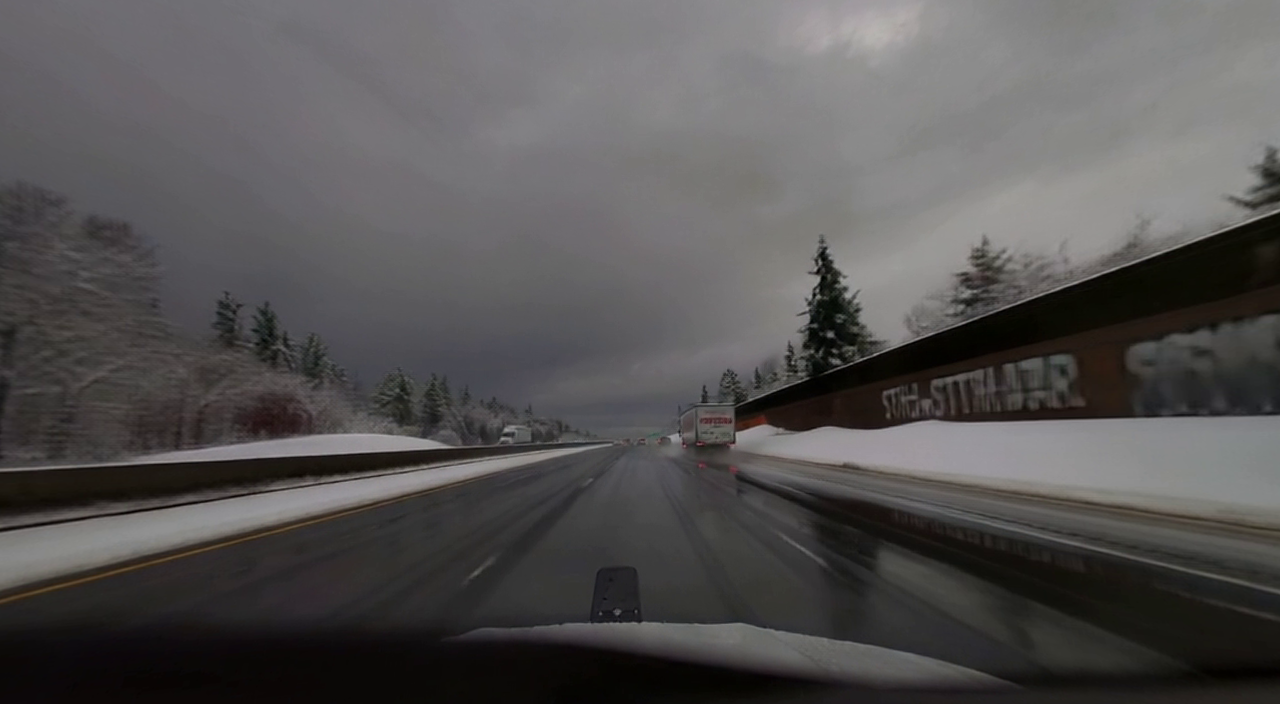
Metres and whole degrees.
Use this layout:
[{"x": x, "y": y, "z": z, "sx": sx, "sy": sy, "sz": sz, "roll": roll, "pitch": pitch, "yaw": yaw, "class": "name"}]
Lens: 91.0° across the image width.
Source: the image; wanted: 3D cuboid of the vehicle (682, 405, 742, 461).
[{"x": 4.835, "y": 5.735, "z": 44.344, "sx": 2.949, "sy": 3.470, "sz": 10.539, "roll": 0, "pitch": -8, "yaw": 0, "class": "vehicle"}]
